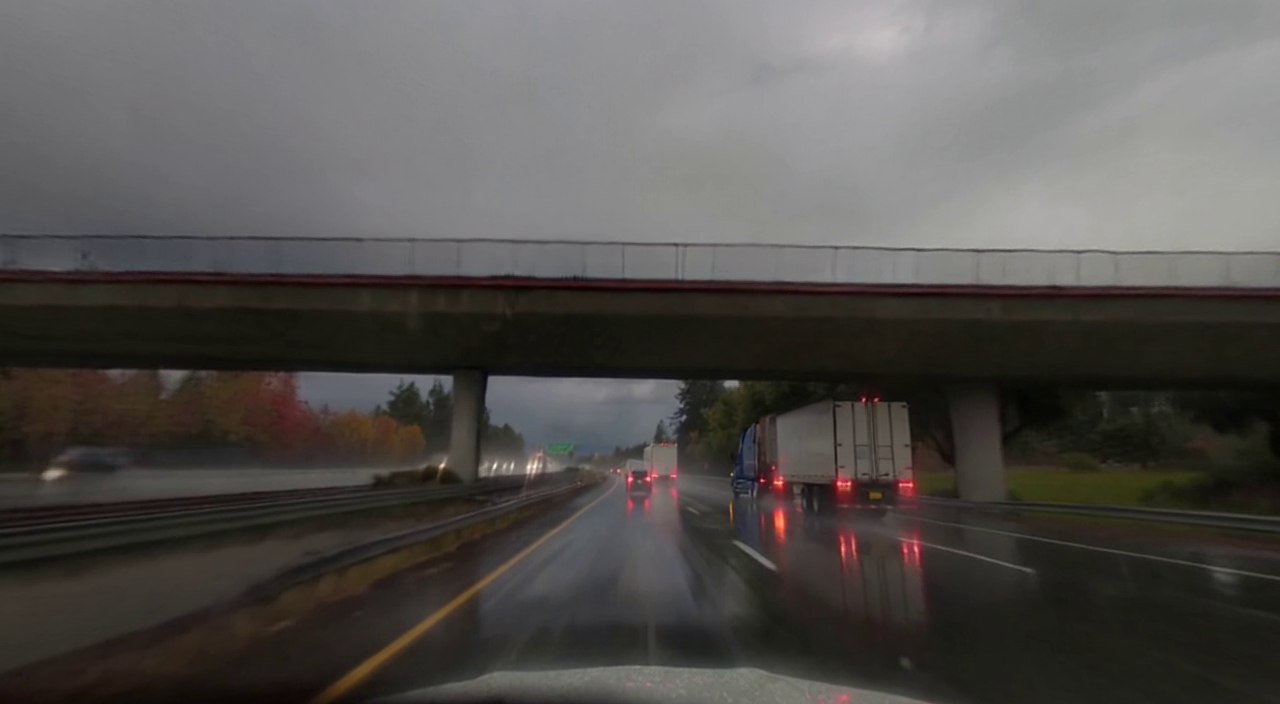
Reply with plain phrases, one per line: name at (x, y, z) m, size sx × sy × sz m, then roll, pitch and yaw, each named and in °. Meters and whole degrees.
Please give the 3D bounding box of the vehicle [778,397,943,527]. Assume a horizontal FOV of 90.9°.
vehicle at (7.237, 3.901, 22.276) m, size 2.839 × 3.684 × 8.091 m, roll 1°, pitch -11°, yaw 0°

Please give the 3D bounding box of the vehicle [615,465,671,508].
vehicle at (0.111, 5.389, 25.409) m, size 2.067 × 1.552 × 3.601 m, roll 1°, pitch -11°, yaw 0°
